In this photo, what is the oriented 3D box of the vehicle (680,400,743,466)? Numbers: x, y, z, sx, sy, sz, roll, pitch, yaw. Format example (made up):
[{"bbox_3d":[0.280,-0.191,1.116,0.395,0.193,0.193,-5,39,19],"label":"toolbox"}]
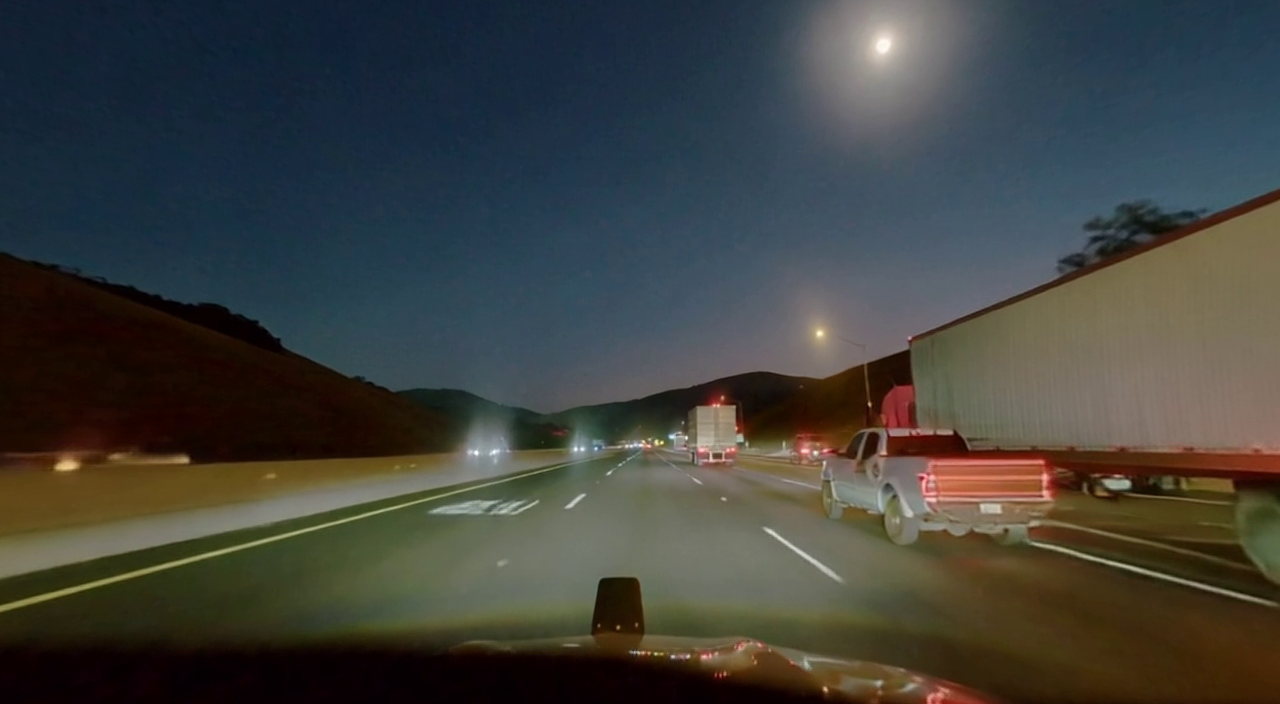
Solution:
[{"bbox_3d":[4.694,5.729,43.755,3.049,3.968,10.706,0,-9,0],"label":"vehicle"}]

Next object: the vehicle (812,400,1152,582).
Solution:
[{"bbox_3d":[3.882,1.657,8.245,2.055,1.737,4.224,0,-9,0],"label":"vehicle"}]

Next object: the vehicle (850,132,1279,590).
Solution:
[{"bbox_3d":[7.433,0.679,9.782,2.947,4.199,16.175,0,-8,1],"label":"vehicle"}]
